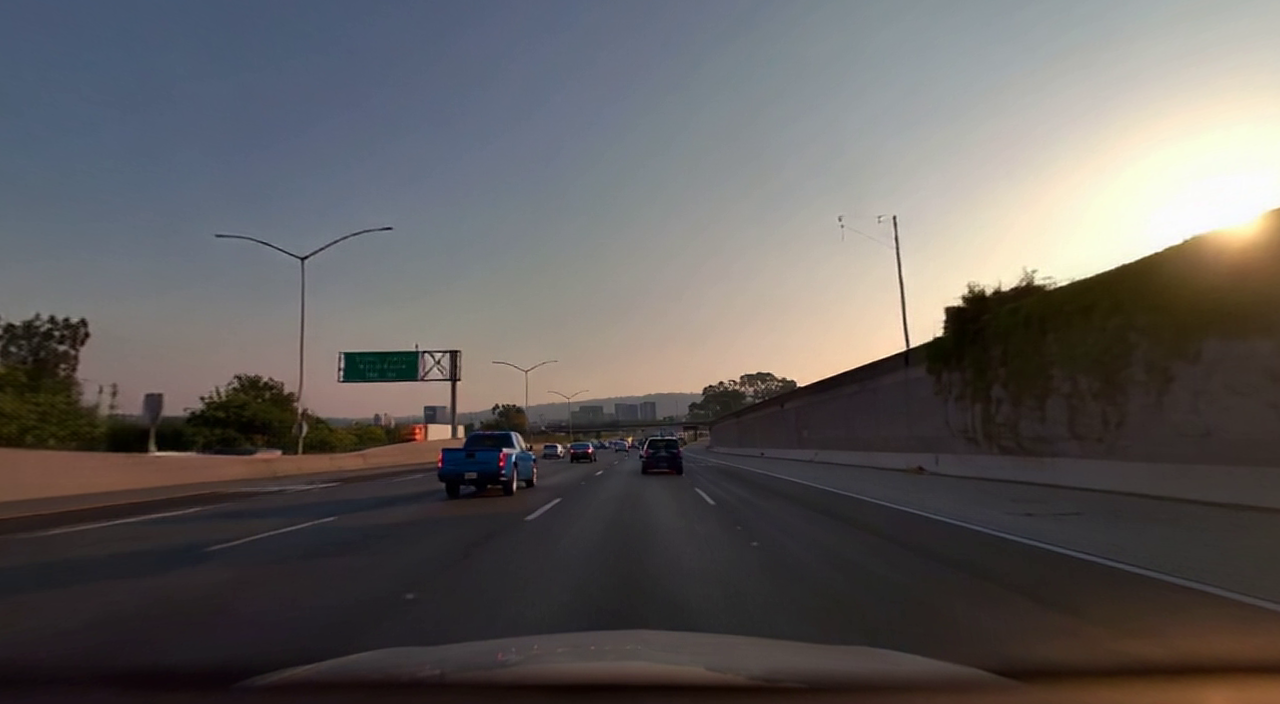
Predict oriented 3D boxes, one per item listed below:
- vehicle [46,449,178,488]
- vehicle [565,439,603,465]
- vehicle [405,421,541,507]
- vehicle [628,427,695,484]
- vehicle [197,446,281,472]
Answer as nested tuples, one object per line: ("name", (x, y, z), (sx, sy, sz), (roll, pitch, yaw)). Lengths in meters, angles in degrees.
("vehicle", (-21.200, 4.655, 25.571), (1.893, 1.439, 3.908), (0, -8, 1))
("vehicle", (-3.639, 6.586, 41.717), (1.961, 1.591, 4.756), (0, -8, 1))
("vehicle", (-3.916, 2.745, 15.893), (1.954, 1.792, 5.187), (0, -8, 0))
("vehicle", (0.708, 3.622, 22.347), (2.083, 1.792, 4.782), (0, -8, 1))
("vehicle", (-28.087, 7.496, 44.471), (2.174, 1.678, 5.678), (0, -8, 1))
